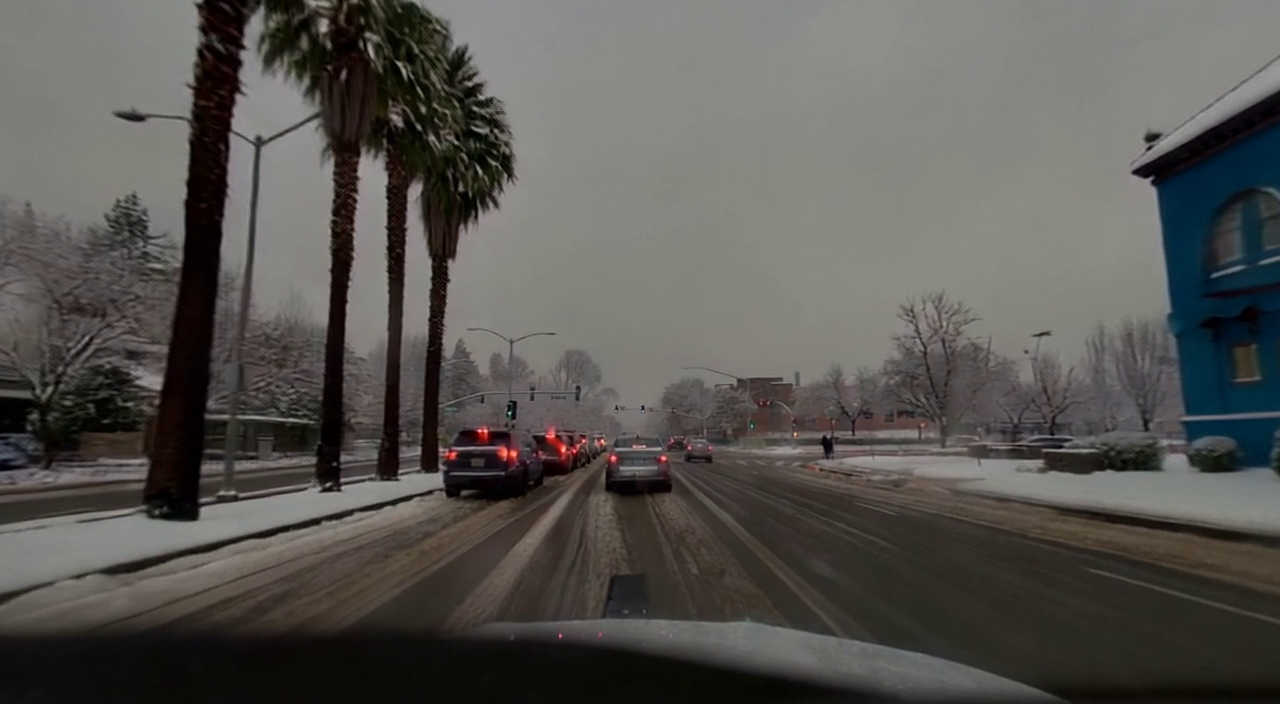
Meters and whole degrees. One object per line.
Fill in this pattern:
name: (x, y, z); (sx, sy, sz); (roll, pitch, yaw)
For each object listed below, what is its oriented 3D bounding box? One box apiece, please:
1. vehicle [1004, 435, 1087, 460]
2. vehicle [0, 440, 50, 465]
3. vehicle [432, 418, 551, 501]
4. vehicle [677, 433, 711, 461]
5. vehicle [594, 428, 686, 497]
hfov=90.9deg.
vehicle: (25.438, 6.020, 39.622); (3.914, 1.427, 1.779); (-1, -8, 1)
vehicle: (-36.961, 5.837, 36.757); (1.608, 1.428, 3.457); (-8, -12, 42)
vehicle: (-3.469, 2.611, 15.610); (1.914, 1.741, 4.398); (0, -9, -1)
vehicle: (3.712, 6.727, 44.455); (1.992, 1.834, 4.572); (0, -9, 0)
vehicle: (-0.006, 2.874, 16.693); (2.114, 1.585, 4.285); (0, -9, 0)
